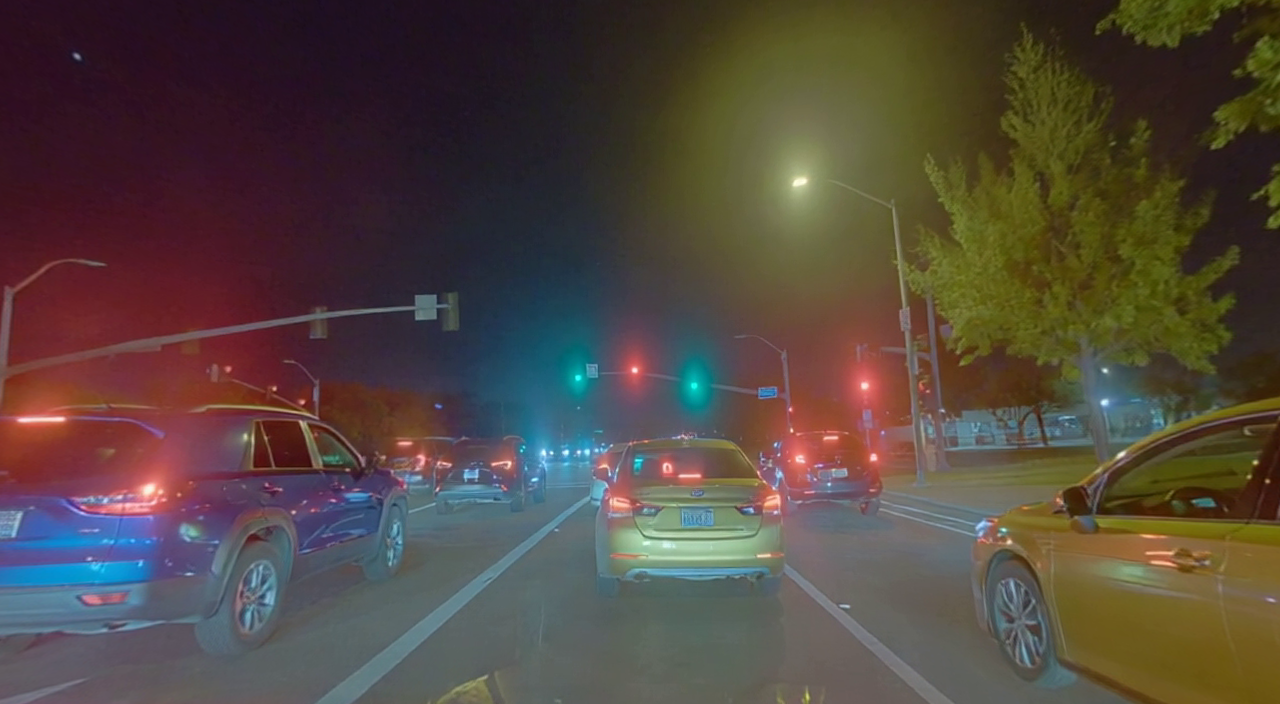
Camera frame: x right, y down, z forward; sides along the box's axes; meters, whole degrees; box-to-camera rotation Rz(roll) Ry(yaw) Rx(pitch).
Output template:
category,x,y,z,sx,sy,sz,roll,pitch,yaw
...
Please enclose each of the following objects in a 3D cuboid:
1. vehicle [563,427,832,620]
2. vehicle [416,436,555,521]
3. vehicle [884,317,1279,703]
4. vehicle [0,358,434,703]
category,x,y,z,sx,sy,sz,roll,pitch,yaw
vehicle,0.433,1.610,6.841,2.051,1.460,3.932,0,-8,0
vehicle,-3.075,2.587,13.424,1.868,1.516,4.114,0,-8,1
vehicle,3.040,0.918,3.069,1.880,1.747,4.500,0,-8,0
vehicle,-3.454,1.224,5.294,1.889,1.767,4.289,0,-8,1
